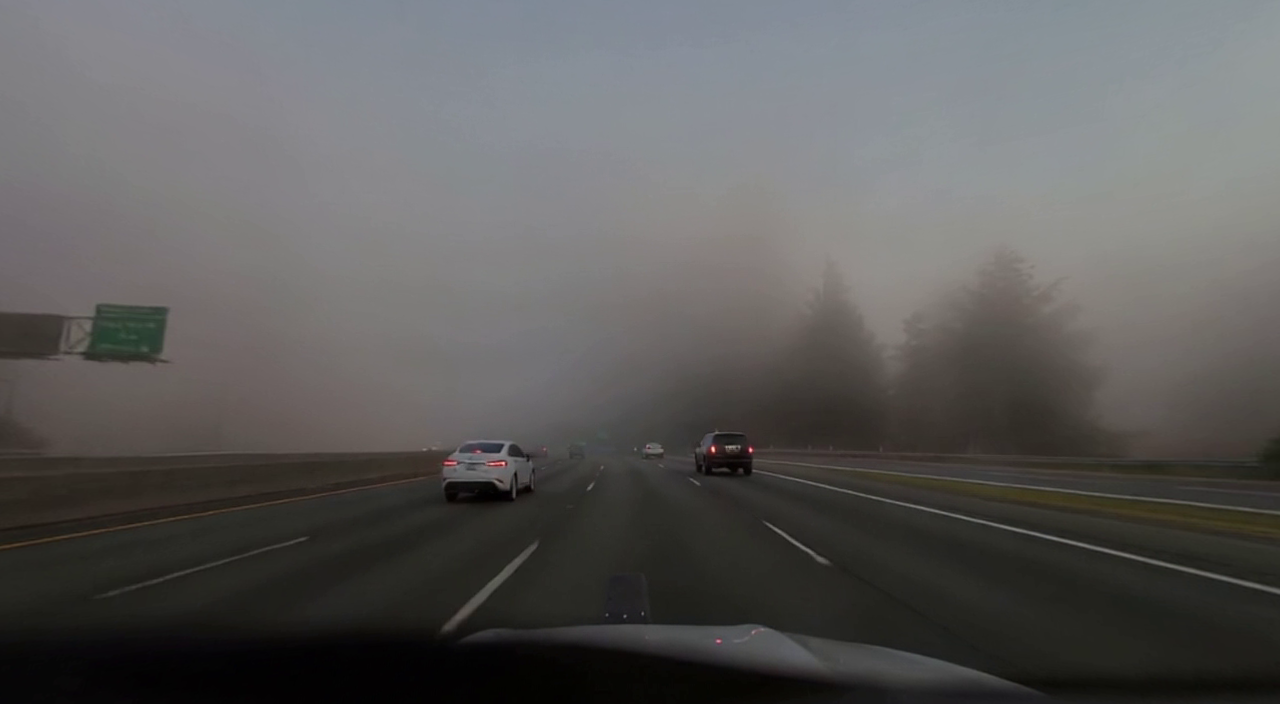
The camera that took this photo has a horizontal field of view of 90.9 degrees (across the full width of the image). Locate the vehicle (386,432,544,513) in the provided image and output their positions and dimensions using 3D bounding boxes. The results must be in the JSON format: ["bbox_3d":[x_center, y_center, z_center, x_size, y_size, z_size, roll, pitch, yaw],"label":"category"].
[{"bbox_3d":[-3.659,2.645,14.323,2.183,1.486,4.848,0,-9,0],"label":"vehicle"}]

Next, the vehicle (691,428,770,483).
[{"bbox_3d":[3.152,3.731,22.853,2.043,1.795,4.347,0,-9,-2],"label":"vehicle"}]
